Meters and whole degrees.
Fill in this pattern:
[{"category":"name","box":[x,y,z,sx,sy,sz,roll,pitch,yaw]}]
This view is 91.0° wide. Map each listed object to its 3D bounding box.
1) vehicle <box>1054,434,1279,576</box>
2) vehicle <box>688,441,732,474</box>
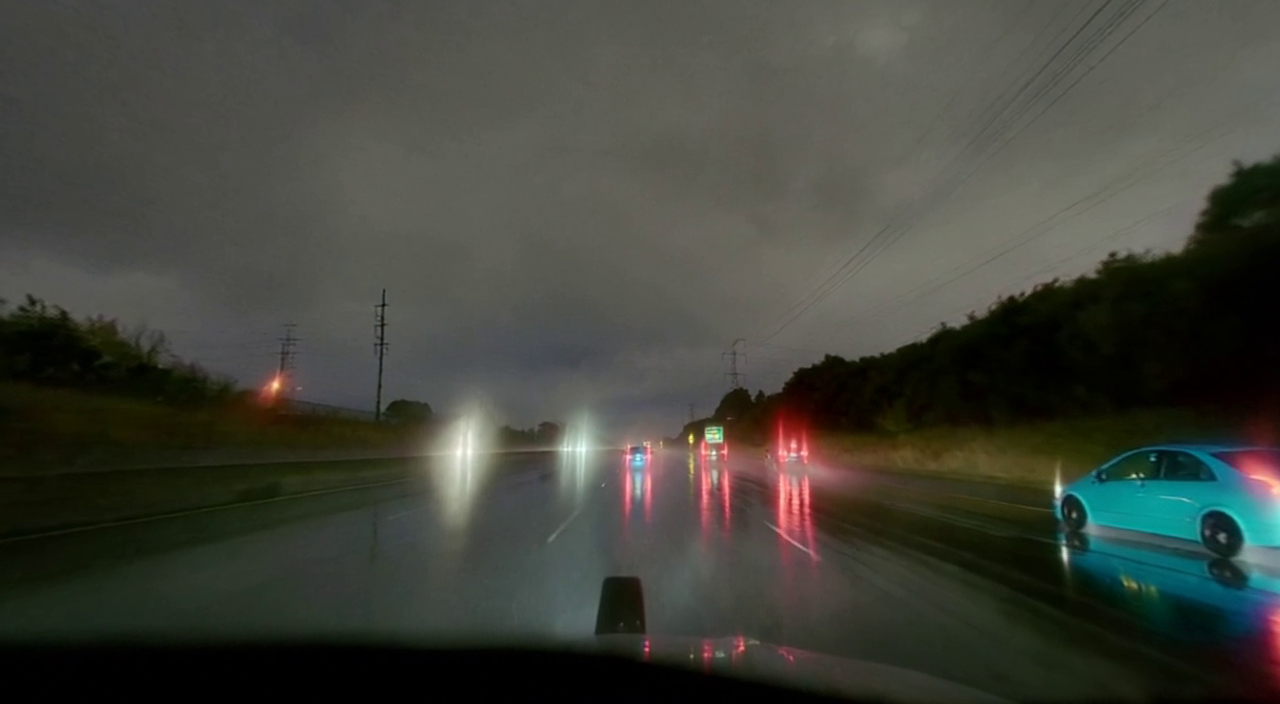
[{"category":"vehicle","box":[8.047,1.892,8.273,1.970,1.545,4.818,0,-8,1]},{"category":"vehicle","box":[4.096,6.210,37.414,2.159,1.782,4.673,0,-8,1]}]
